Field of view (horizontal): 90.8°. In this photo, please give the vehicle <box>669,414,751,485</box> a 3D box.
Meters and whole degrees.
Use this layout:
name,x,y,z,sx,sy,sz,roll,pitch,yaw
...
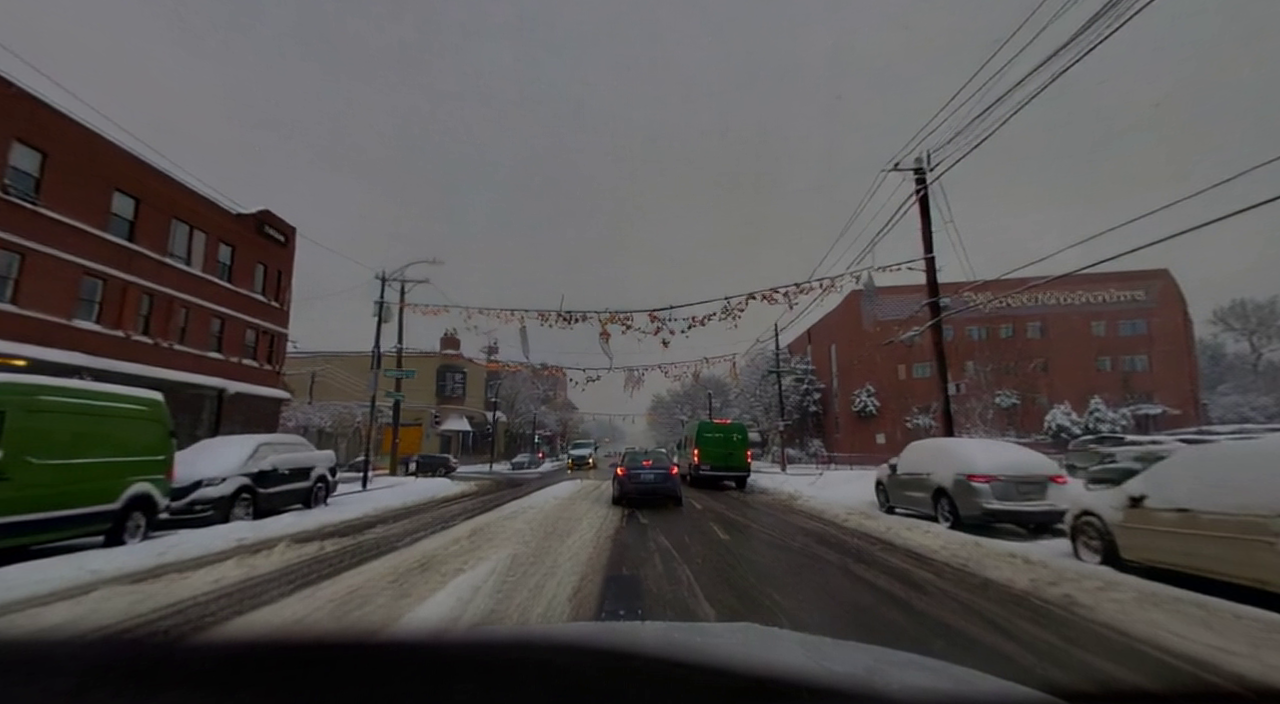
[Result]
name,x,y,z,sx,sy,sz,roll,pitch,yaw
vehicle,2.700,4.045,26.143,2.649,2.583,5.800,0,-9,-1

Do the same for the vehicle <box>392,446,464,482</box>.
name,x,y,z,sx,sy,sz,roll,pitch,yaw
vehicle,-9.867,5.265,29.752,1.962,1.529,4.109,2,-10,-1

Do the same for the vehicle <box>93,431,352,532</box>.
name,x,y,z,sx,sy,sz,roll,pitch,yaw
vehicle,-9.439,2.984,15.224,2.385,1.915,5.803,0,-9,-1

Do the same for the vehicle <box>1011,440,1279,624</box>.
name,x,y,z,sx,sy,sz,roll,pitch,yaw
vehicle,6.120,1.662,6.393,1.876,1.471,4.657,0,-9,0

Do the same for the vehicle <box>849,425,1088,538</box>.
name,x,y,z,sx,sy,sz,roll,pitch,yaw
vehicle,6.068,2.472,12.624,2.079,1.788,4.974,0,-9,0

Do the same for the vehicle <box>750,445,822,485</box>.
name,x,y,z,sx,sy,sz,roll,pitch,yaw
vehicle,5.891,4.616,25.990,1.824,1.481,4.057,0,-9,-3

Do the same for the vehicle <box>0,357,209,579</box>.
name,x,y,z,sx,sy,sz,roll,pitch,yaw
vehicle,-9.326,1.569,8.598,2.724,2.739,5.663,0,-9,1

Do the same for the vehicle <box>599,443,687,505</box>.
name,x,y,z,sx,sy,sz,roll,pitch,yaw
vehicle,0.011,3.299,17.472,2.112,1.464,4.411,0,-9,-2
